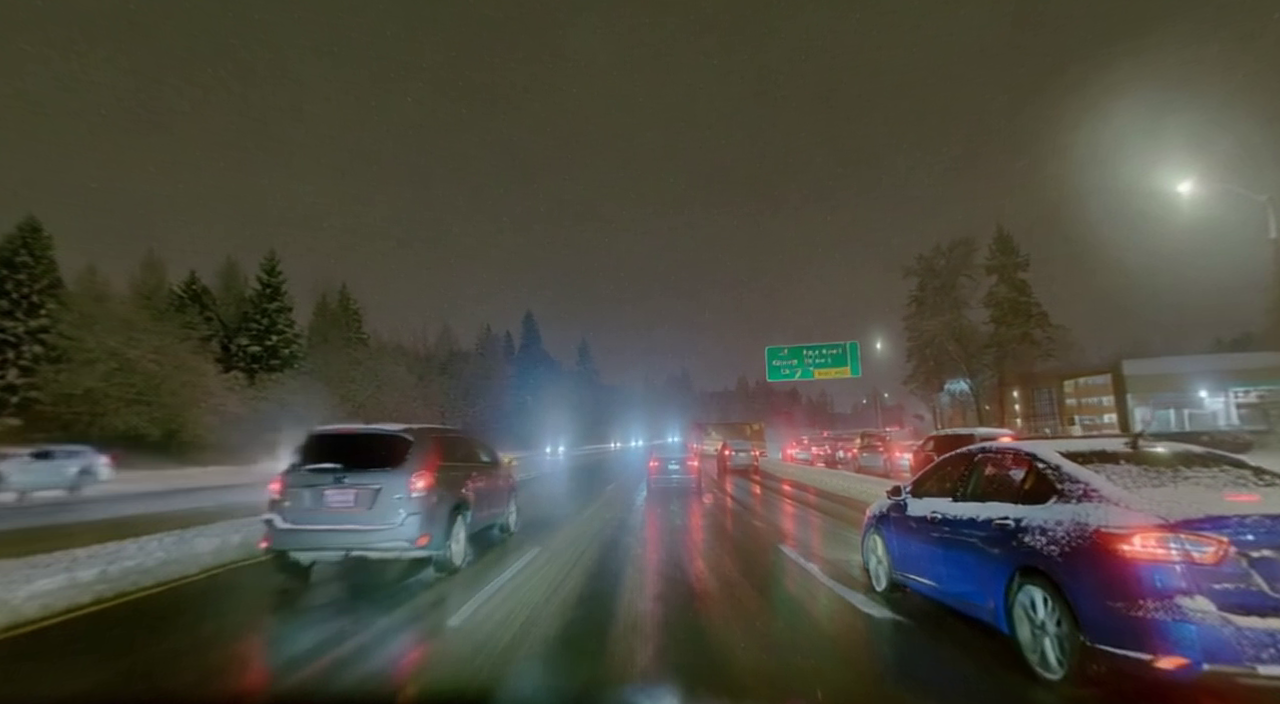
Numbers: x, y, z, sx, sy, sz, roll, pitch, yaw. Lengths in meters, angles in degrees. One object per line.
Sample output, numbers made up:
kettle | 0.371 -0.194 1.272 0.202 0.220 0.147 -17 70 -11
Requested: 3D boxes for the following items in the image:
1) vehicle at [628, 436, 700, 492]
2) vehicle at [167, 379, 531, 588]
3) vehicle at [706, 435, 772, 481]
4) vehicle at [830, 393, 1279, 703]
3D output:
vehicle | 0.737 3.553 20.317 2.074 1.614 3.803 0 -9 1
vehicle | -3.210 1.649 8.674 2.434 1.965 5.305 0 -9 0
vehicle | 3.900 4.246 25.477 2.076 1.684 4.241 0 -9 2
vehicle | 3.028 1.224 4.305 2.009 1.489 4.559 0 -9 0
